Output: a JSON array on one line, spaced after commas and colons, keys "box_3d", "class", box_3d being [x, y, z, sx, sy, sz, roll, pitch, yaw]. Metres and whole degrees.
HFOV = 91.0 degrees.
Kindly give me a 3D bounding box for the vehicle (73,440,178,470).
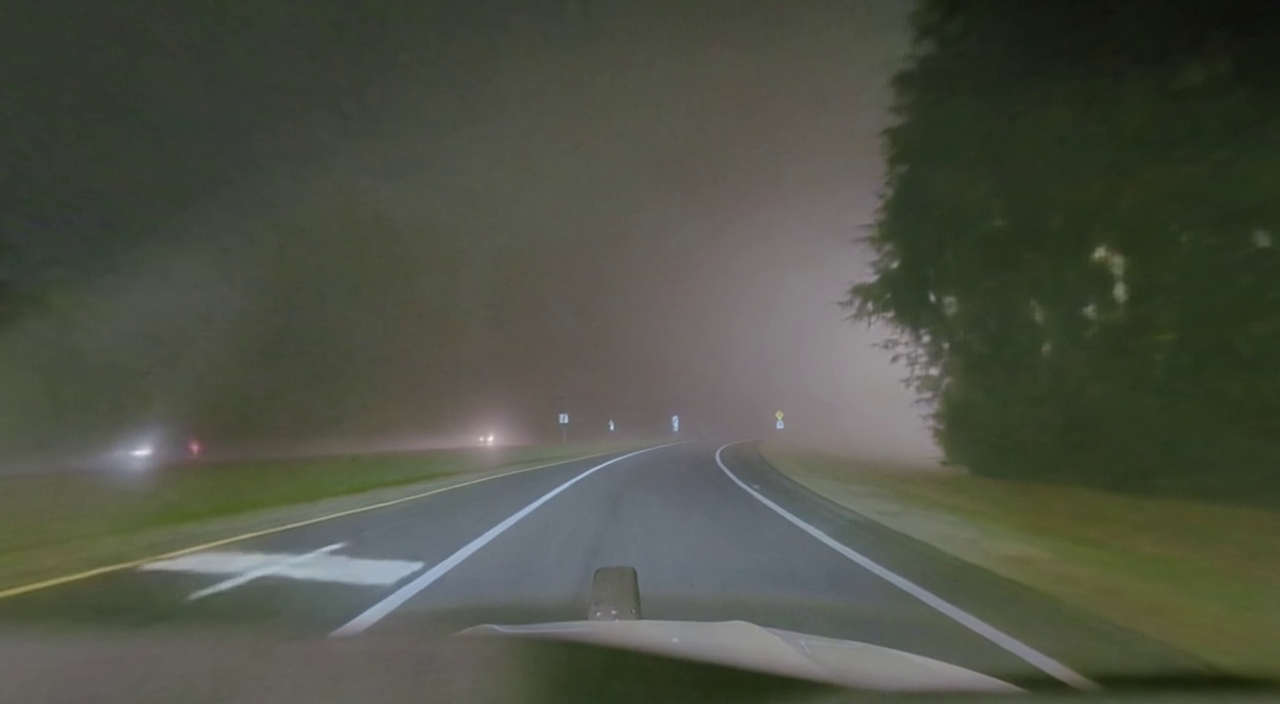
[{"box_3d": [-35.099, 7.006, 43.106, 1.901, 1.844, 5.070, -5, -9, 30], "class": "vehicle"}]
